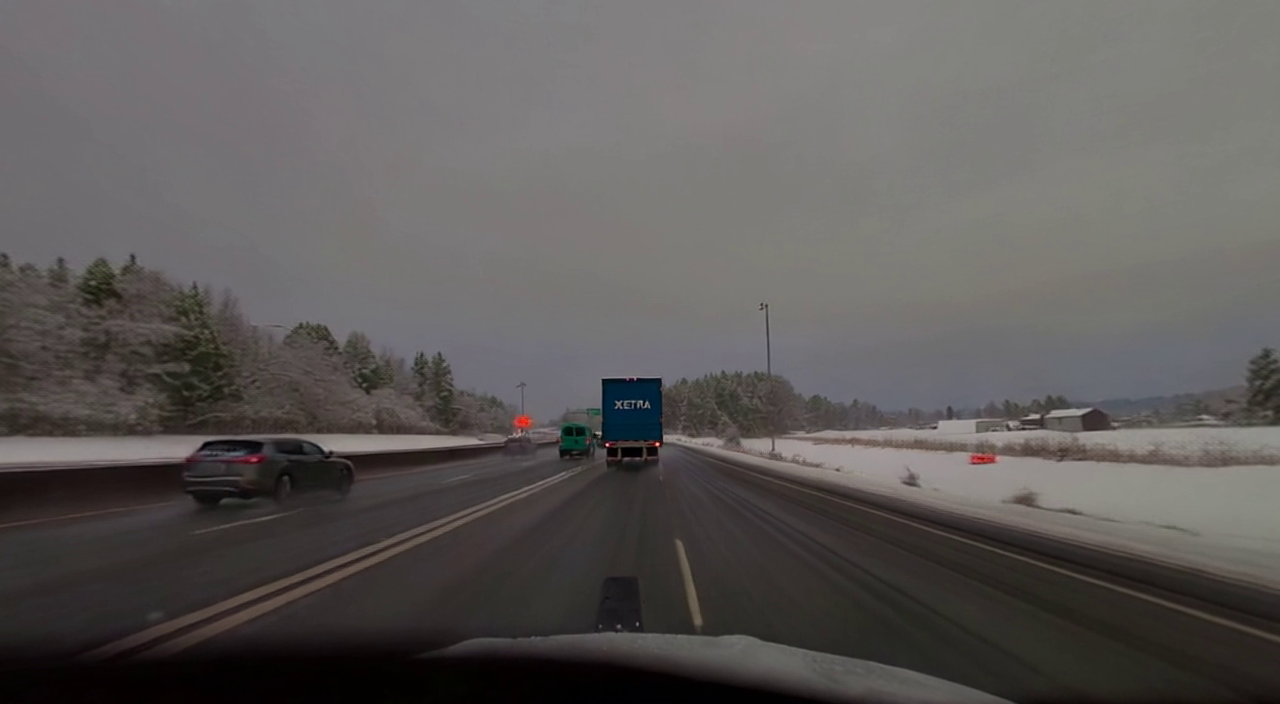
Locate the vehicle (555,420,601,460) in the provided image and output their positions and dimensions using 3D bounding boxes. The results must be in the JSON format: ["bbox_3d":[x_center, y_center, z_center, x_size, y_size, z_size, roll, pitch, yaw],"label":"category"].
[{"bbox_3d":[-4.337,6.312,45.076,2.469,2.615,5.874,0,-8,2],"label":"vehicle"}]

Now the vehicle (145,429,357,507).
[{"bbox_3d":[-8.683,2.622,14.691,1.915,1.506,4.594,0,-8,2],"label":"vehicle"}]

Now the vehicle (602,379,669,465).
[{"bbox_3d":[-0.193,4.178,34.817,3.183,4.011,9.617,-1,-10,0],"label":"vehicle"}]
